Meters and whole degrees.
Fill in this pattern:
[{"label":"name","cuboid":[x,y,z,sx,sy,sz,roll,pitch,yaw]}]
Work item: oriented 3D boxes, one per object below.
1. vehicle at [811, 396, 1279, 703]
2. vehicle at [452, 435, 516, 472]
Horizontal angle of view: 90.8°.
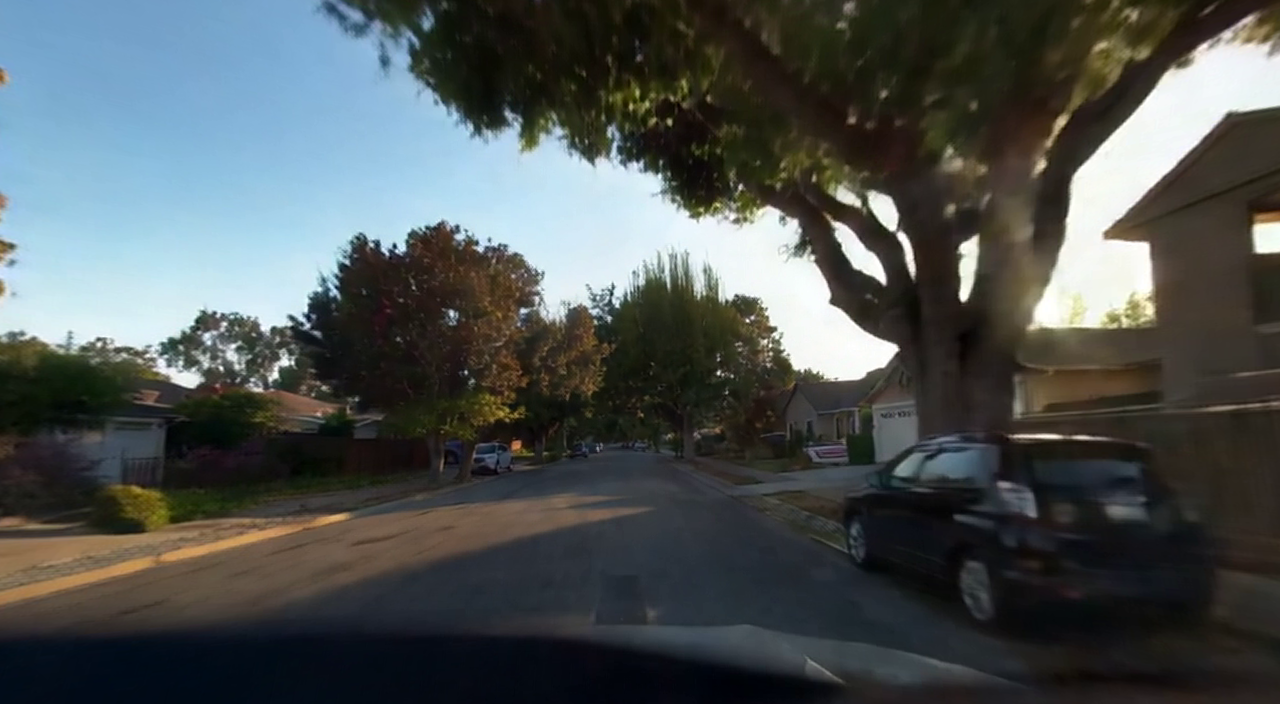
[{"label":"vehicle","cuboid":[3.522,1.382,5.872,2.291,1.546,5.204,0,-8,-1]},{"label":"vehicle","cuboid":[-8.631,5.730,35.481,2.352,1.843,4.979,-1,-10,0]}]
